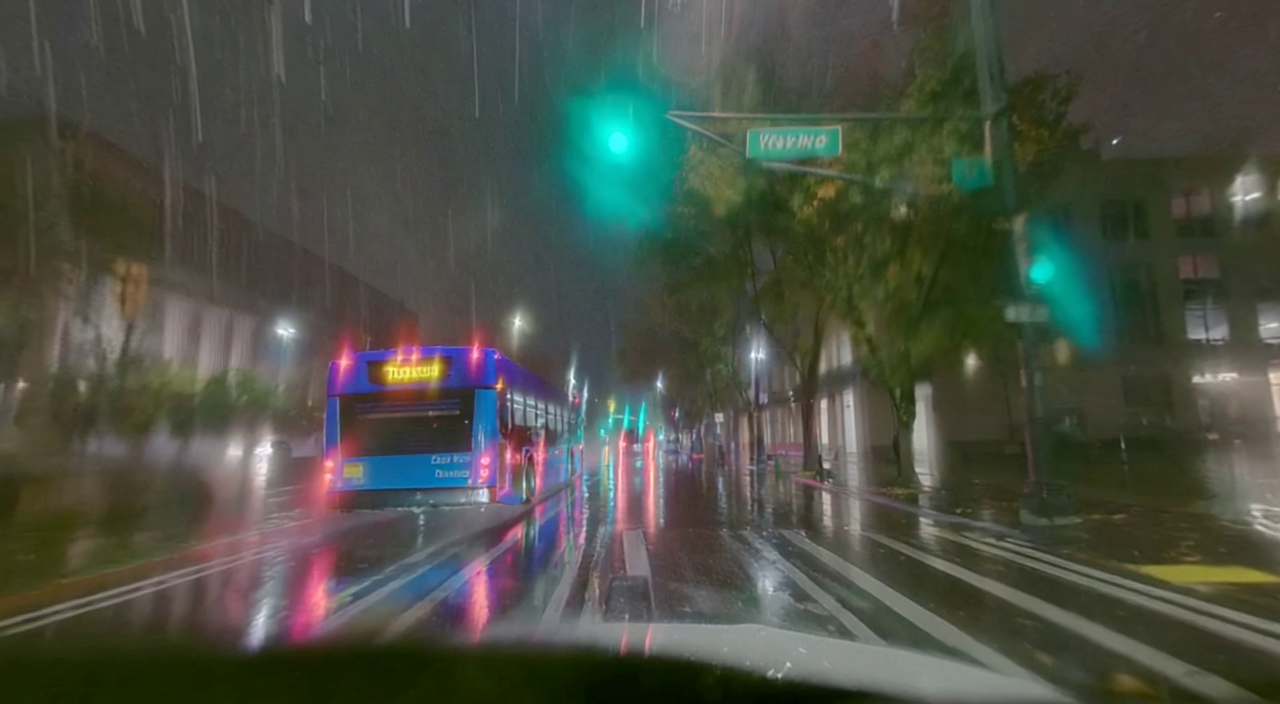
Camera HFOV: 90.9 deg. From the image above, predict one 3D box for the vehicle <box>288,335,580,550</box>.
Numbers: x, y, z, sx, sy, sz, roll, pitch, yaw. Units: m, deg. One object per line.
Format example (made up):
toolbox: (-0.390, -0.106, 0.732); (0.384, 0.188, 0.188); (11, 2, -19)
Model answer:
vehicle: (-3.175, 1.821, 12.837); (2.920, 2.884, 8.588); (0, -8, 1)

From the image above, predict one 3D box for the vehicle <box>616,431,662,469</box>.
vehicle: (-0.034, 4.781, 30.954); (2.120, 1.727, 3.917); (0, -8, 0)
